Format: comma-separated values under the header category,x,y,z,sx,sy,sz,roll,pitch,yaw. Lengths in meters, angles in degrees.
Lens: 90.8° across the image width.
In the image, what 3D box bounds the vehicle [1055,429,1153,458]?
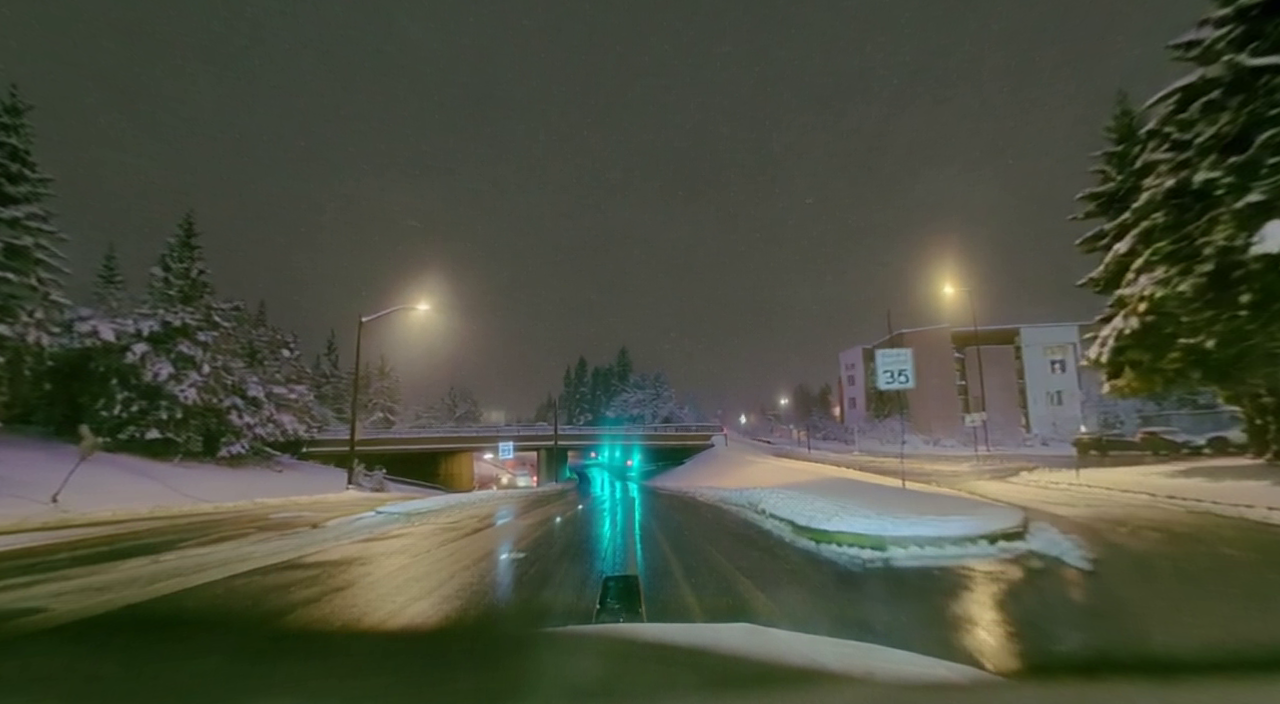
category,x,y,z,sx,sy,sz,roll,pitch,yaw
vehicle,25.119,4.981,34.403,1.931,1.465,4.207,0,-8,-3

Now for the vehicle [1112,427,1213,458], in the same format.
category,x,y,z,sx,sy,sz,roll,pitch,yaw
vehicle,27.813,4.832,33.809,1.901,1.525,3.948,0,-7,-2

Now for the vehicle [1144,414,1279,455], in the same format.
category,x,y,z,sx,sy,sz,roll,pitch,yaw
vehicle,31.025,4.472,34.325,2.791,2.013,5.162,0,-8,-3
